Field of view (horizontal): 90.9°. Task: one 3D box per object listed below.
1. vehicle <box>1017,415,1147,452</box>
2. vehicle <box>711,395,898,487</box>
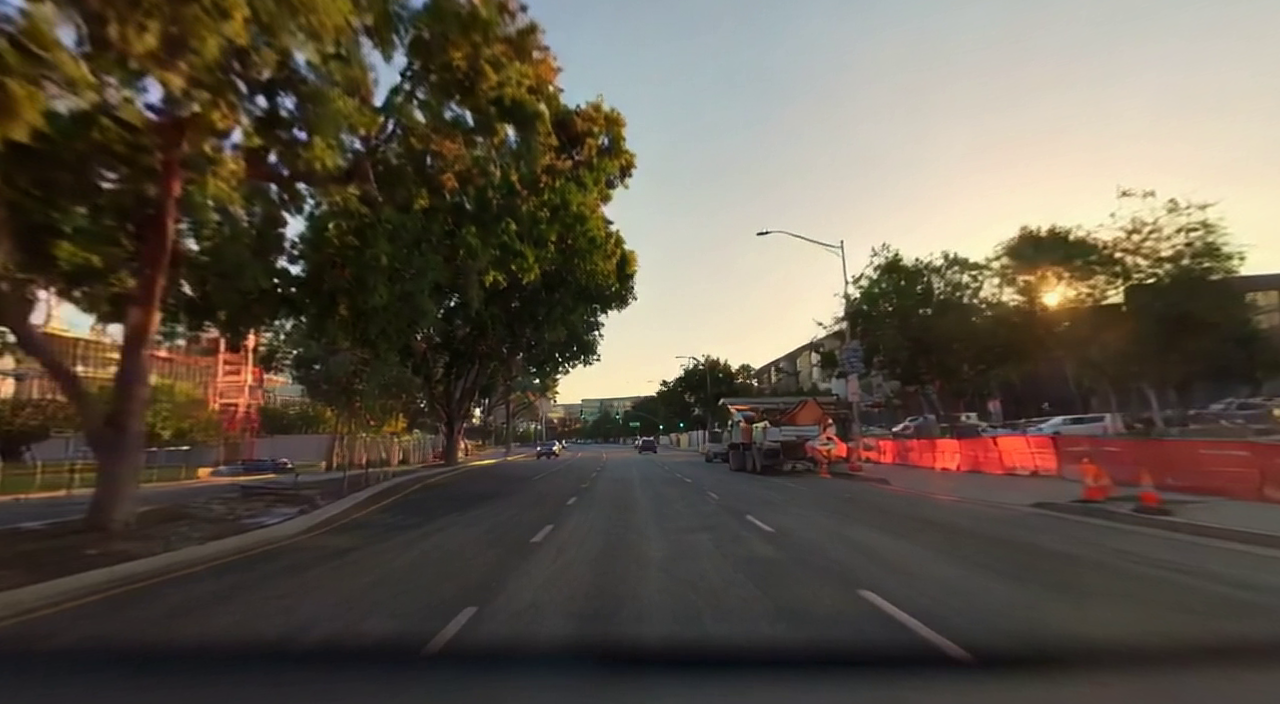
[{"bbox_3d":[25.527,4.788,36.661,2.420,1.790,5.514,0,-8,-34],"label":"vehicle"},{"bbox_3d":[5.944,3.479,24.520,3.060,2.963,7.552,3,-9,-22],"label":"vehicle"}]
